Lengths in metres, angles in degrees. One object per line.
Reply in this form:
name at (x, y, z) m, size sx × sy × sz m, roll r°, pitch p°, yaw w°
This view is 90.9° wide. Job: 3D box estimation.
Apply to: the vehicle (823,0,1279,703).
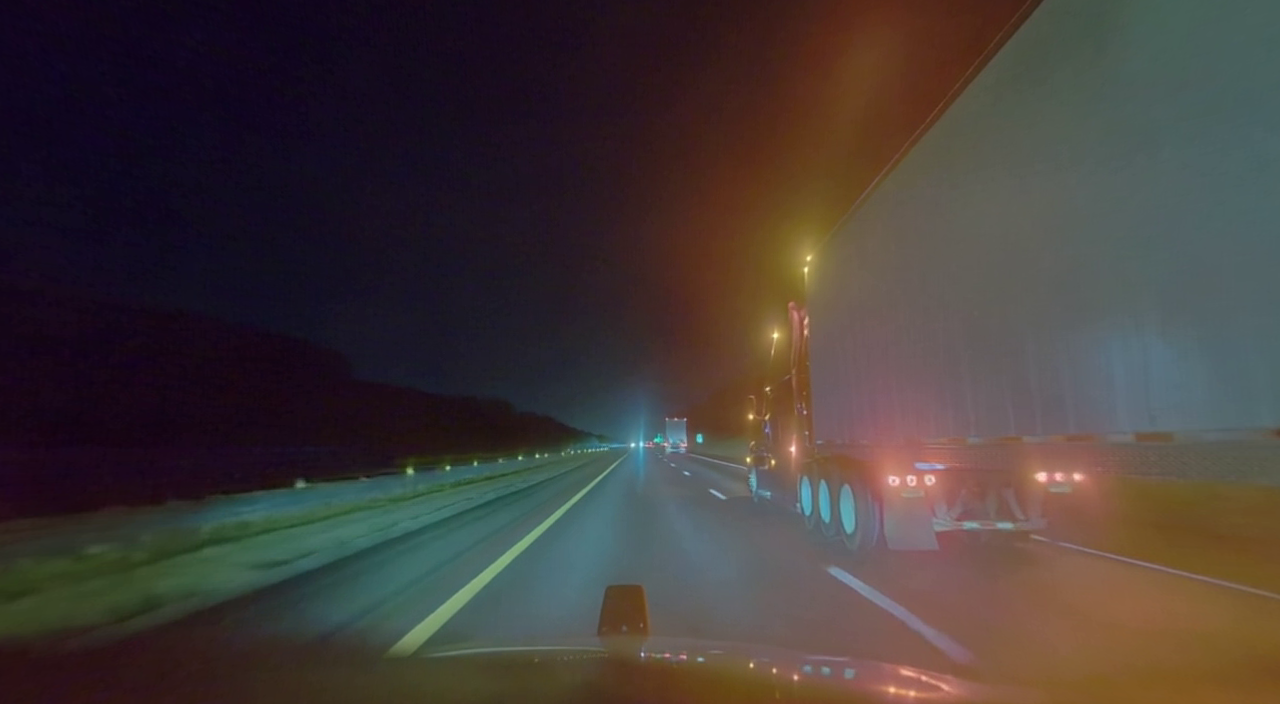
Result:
vehicle at (3.987, -0.388, 0.244) m, size 2.976 × 4.114 × 16.788 m, roll 0°, pitch -8°, yaw 1°
